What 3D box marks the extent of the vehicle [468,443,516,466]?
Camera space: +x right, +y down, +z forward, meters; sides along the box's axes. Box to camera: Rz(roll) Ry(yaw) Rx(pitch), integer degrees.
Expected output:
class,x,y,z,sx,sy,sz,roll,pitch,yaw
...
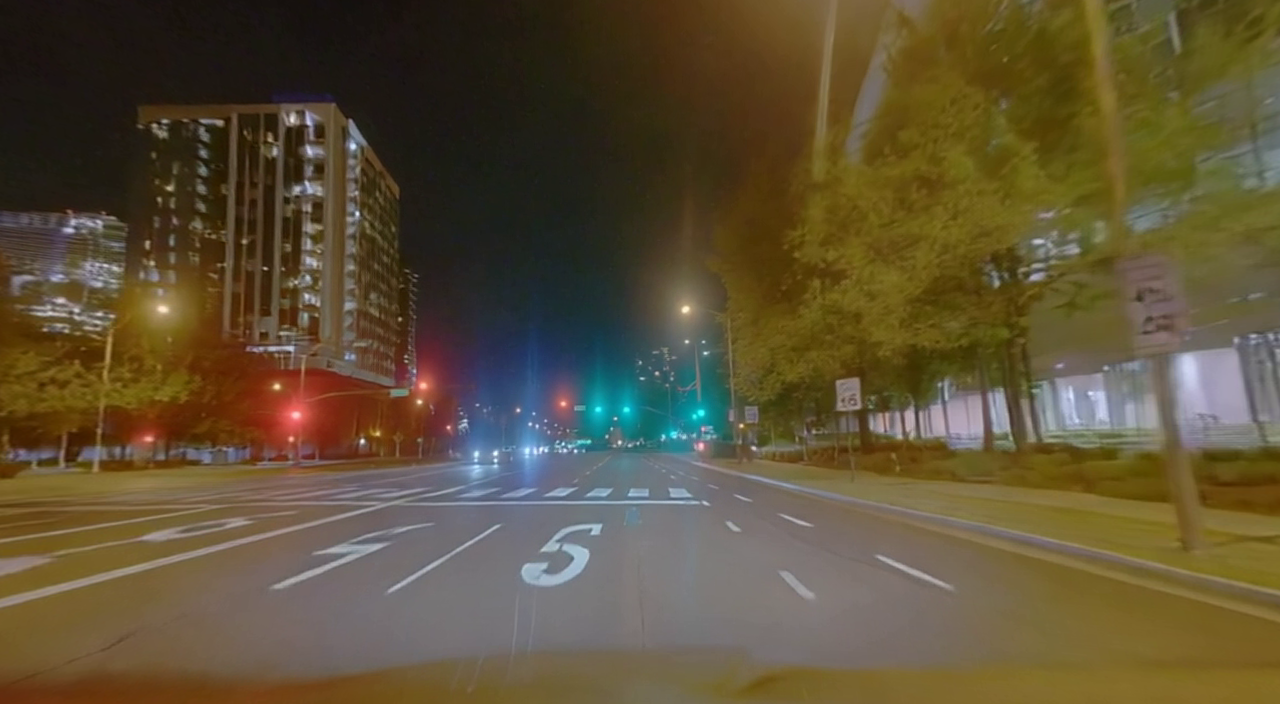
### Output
class,x,y,z,sx,sy,sz,roll,pitch,yaw
vehicle,-9.967,6.930,42.876,2.089,1.390,4.555,0,-8,0
